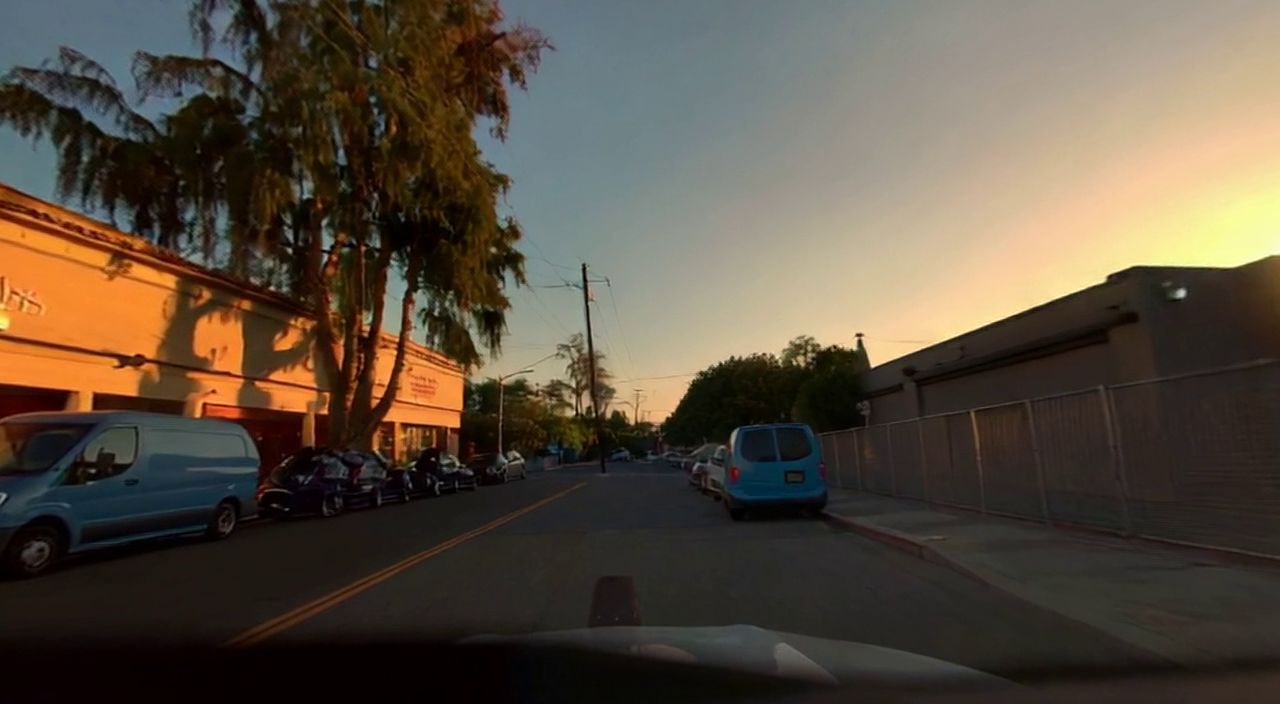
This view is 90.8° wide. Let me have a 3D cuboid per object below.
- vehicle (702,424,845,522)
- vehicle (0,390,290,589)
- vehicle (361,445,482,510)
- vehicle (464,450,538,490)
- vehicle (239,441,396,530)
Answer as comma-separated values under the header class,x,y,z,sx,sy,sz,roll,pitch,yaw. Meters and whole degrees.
class,x,y,z,sx,sy,sz,roll,pitch,yaw
vehicle,3.057,2.942,16.078,2.327,2.021,5.850,0,-8,0
vehicle,-8.138,2.040,10.046,2.435,2.308,4.937,-4,-8,-1
vehicle,-7.652,4.404,22.909,2.304,1.937,5.720,-2,-8,1
vehicle,-7.336,6.260,34.063,2.504,1.919,5.658,0,-8,2
vehicle,-7.992,3.280,16.163,1.857,1.908,4.081,-2,-8,0
